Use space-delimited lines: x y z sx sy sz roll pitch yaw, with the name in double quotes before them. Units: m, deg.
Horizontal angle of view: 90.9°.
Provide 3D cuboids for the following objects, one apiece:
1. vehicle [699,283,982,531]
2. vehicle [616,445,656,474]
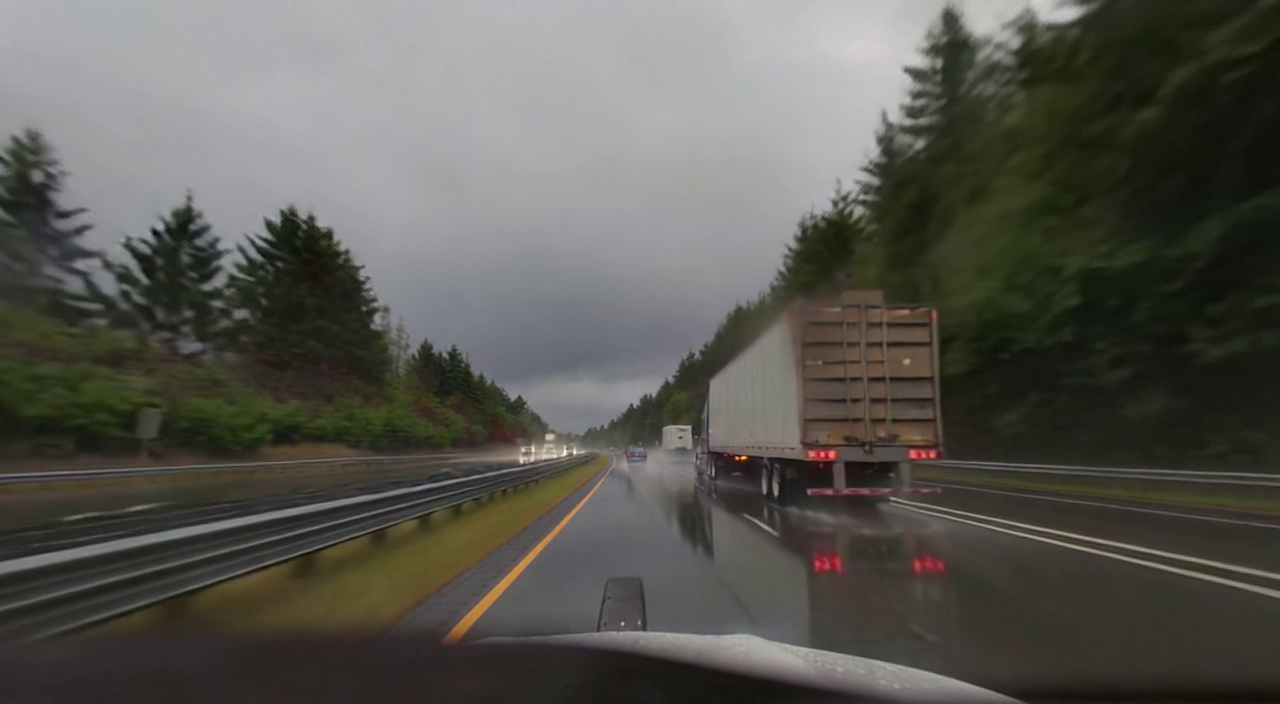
"vehicle" 3.916 1.973 17.551 2.883 4.057 14.579 0 -9 -1
"vehicle" -0.251 5.962 35.138 2.051 1.513 4.511 0 -9 -1
